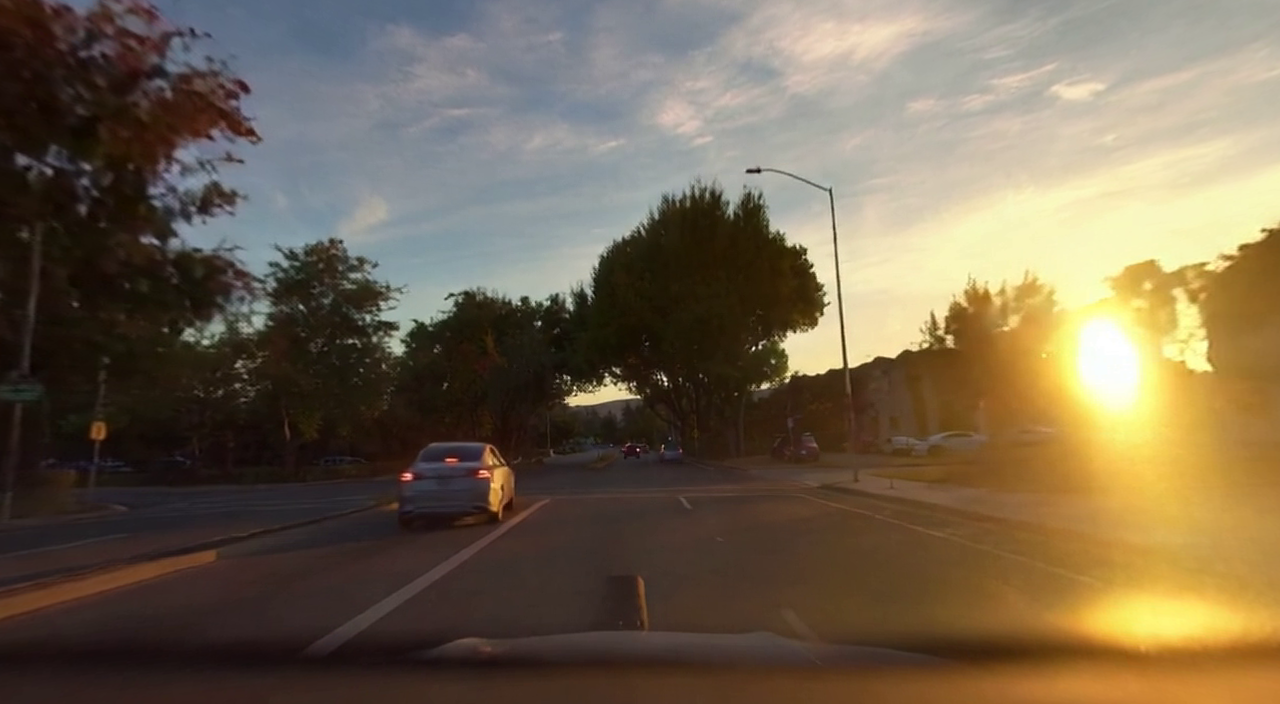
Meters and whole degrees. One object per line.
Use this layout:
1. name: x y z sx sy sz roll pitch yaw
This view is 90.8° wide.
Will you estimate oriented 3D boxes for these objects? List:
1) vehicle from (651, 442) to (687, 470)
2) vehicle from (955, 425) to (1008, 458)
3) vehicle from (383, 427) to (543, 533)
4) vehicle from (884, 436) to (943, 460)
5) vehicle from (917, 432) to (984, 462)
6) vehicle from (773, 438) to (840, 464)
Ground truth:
1. vehicle: 1.728 6.418 39.248 2.003 1.614 4.072 0 -8 -1
2. vehicle: 23.138 6.048 42.704 2.117 1.987 4.418 -10 -12 39
3. vehicle: -3.266 2.444 12.834 2.205 1.706 4.904 1 -8 -5
4. vehicle: 18.164 6.359 41.837 2.106 1.460 4.389 -8 -11 43
5. vehicle: 18.747 5.698 38.033 2.150 1.659 4.678 -8 -12 44
6. vehicle: 10.471 6.248 39.970 1.903 1.569 3.751 6 -10 -34
